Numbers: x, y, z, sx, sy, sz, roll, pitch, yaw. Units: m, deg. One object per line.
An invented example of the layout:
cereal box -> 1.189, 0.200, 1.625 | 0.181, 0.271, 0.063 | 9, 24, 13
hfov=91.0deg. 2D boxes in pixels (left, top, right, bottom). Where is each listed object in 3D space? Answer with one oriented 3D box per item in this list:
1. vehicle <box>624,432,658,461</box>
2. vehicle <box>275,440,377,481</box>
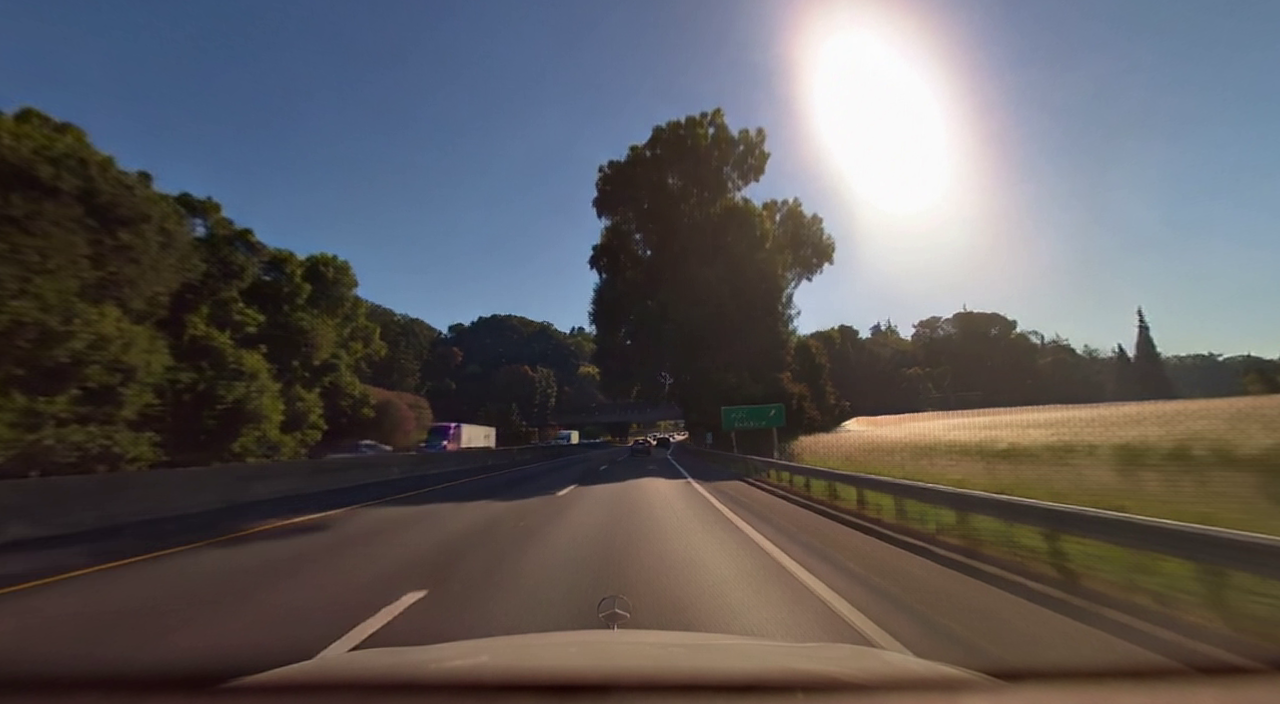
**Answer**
vehicle -> 0.109, 6.457, 43.104 | 2.188, 1.825, 4.282 | -1, -8, 1
vehicle -> -13.908, 4.805, 28.270 | 1.981, 1.665, 4.725 | -1, -8, 2
